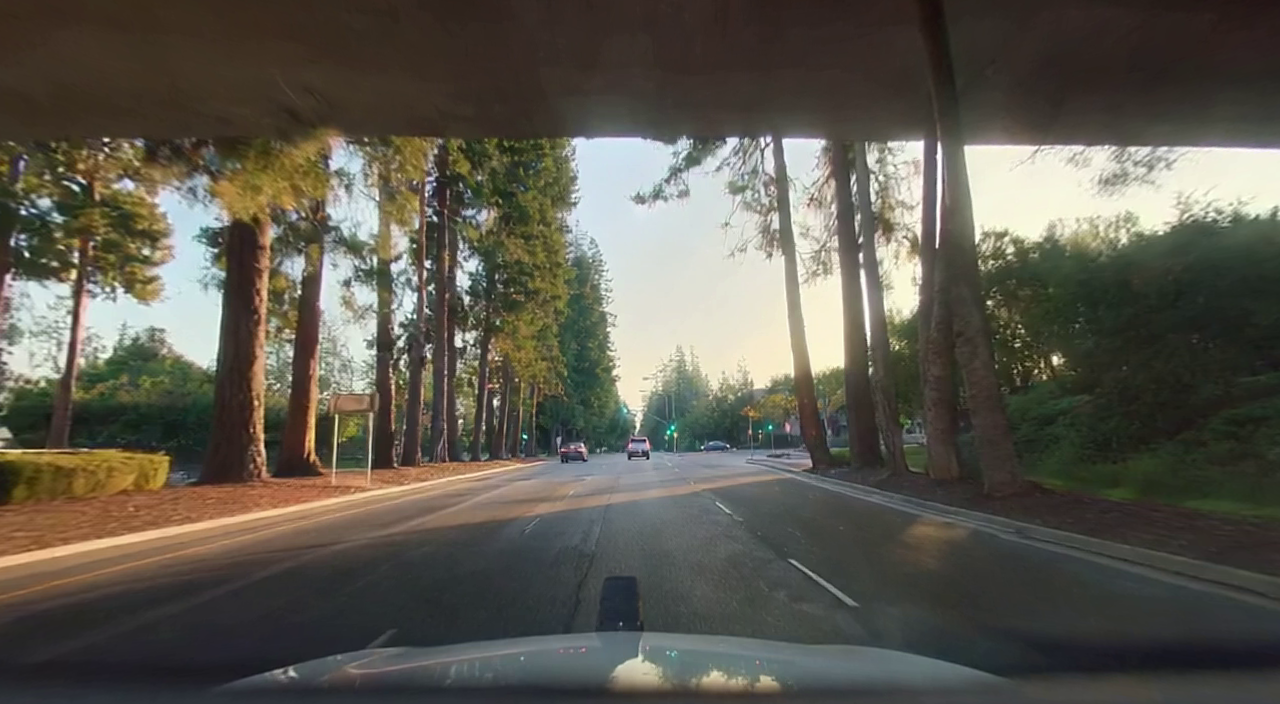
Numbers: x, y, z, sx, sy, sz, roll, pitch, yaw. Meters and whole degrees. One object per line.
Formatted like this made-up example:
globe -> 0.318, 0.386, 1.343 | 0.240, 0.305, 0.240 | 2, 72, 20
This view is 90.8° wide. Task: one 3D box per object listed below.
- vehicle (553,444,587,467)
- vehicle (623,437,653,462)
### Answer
vehicle -> -4.478, 6.676, 40.833 | 1.674, 1.408, 4.141 | 0, -8, 1
vehicle -> -0.218, 7.573, 49.019 | 2.154, 1.820, 4.972 | 0, -8, -2
